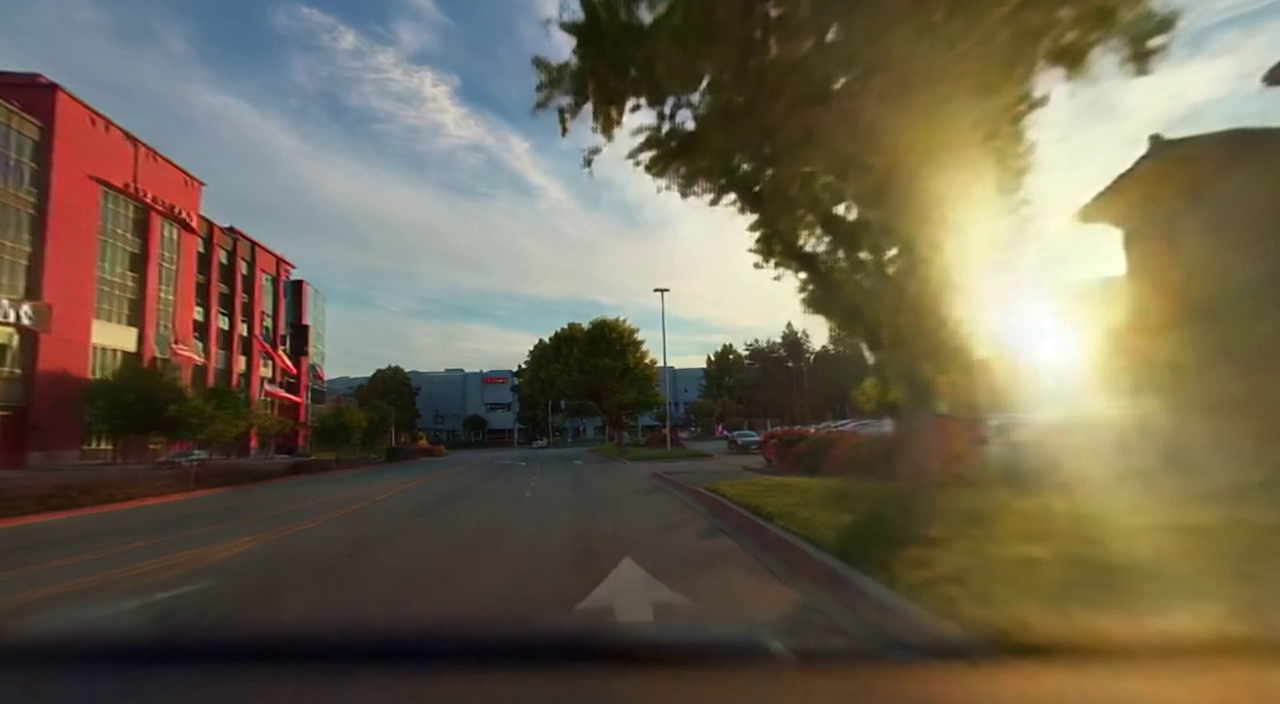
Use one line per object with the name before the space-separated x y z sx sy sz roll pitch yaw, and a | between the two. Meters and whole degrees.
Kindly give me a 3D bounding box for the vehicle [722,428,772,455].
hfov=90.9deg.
vehicle | 6.351 5.364 37.708 1.769 1.516 3.520 0 -9 -11
